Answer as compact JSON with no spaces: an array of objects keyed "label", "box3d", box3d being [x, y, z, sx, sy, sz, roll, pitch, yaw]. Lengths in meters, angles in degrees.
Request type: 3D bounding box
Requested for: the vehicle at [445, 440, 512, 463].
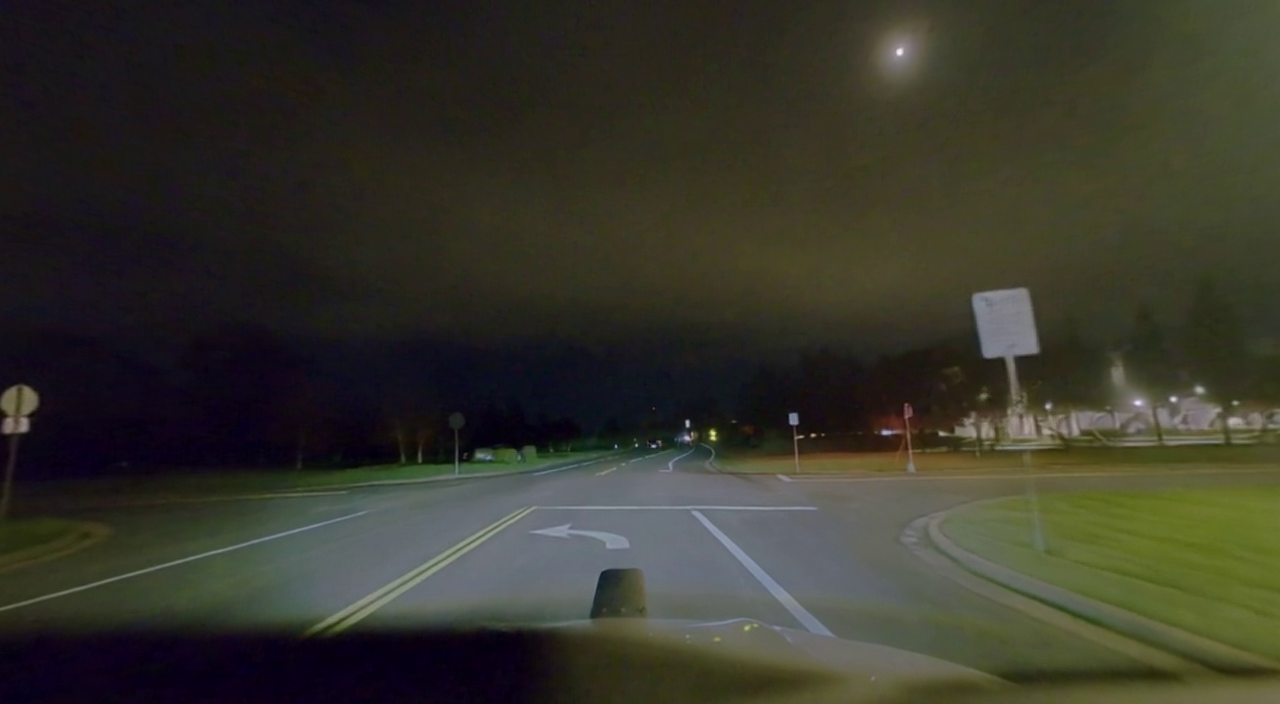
[{"label":"vehicle","box3d":[-12.679,7.816,49.685,4.702,1.761,1.978,0,-8,3]}]
